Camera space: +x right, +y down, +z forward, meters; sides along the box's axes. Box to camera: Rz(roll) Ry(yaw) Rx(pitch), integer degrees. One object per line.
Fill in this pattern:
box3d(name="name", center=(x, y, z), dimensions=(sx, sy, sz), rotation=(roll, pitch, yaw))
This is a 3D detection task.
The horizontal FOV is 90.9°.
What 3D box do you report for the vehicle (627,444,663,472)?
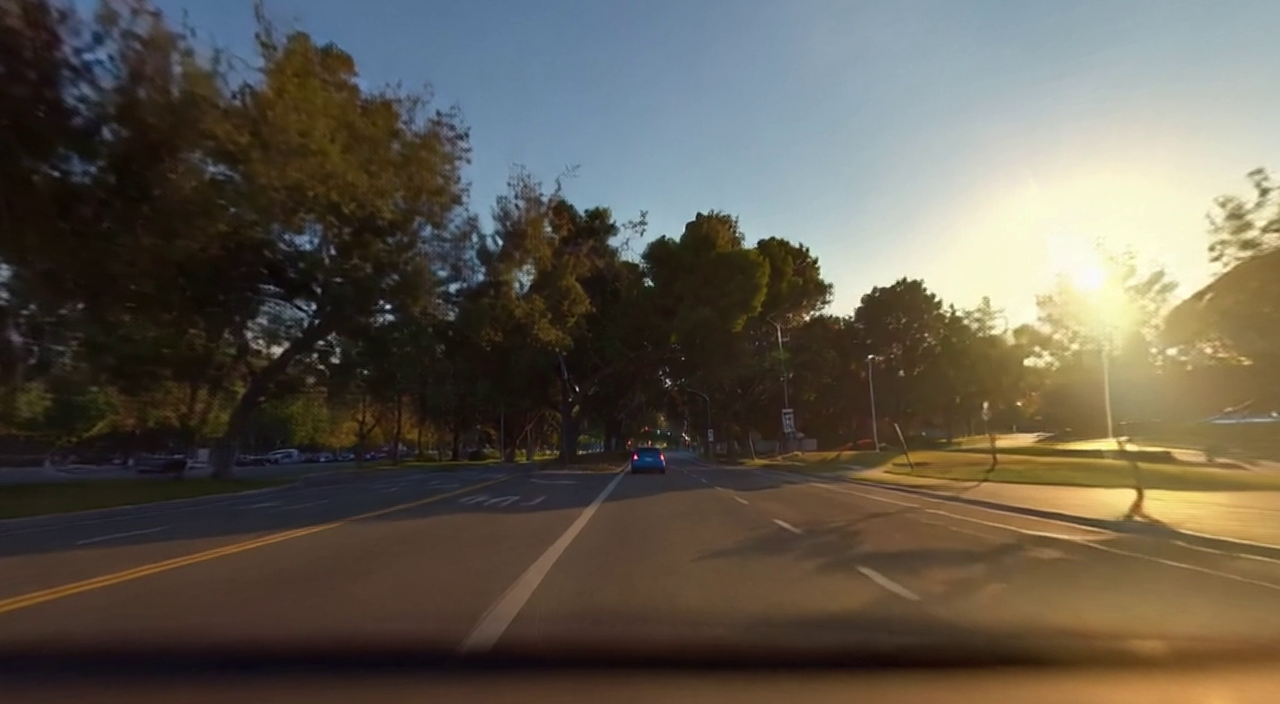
box3d(name="vehicle", center=(0.250, 6.113, 36.658), dimensions=(1.978, 1.499, 3.915), rotation=(0, -8, -1))
